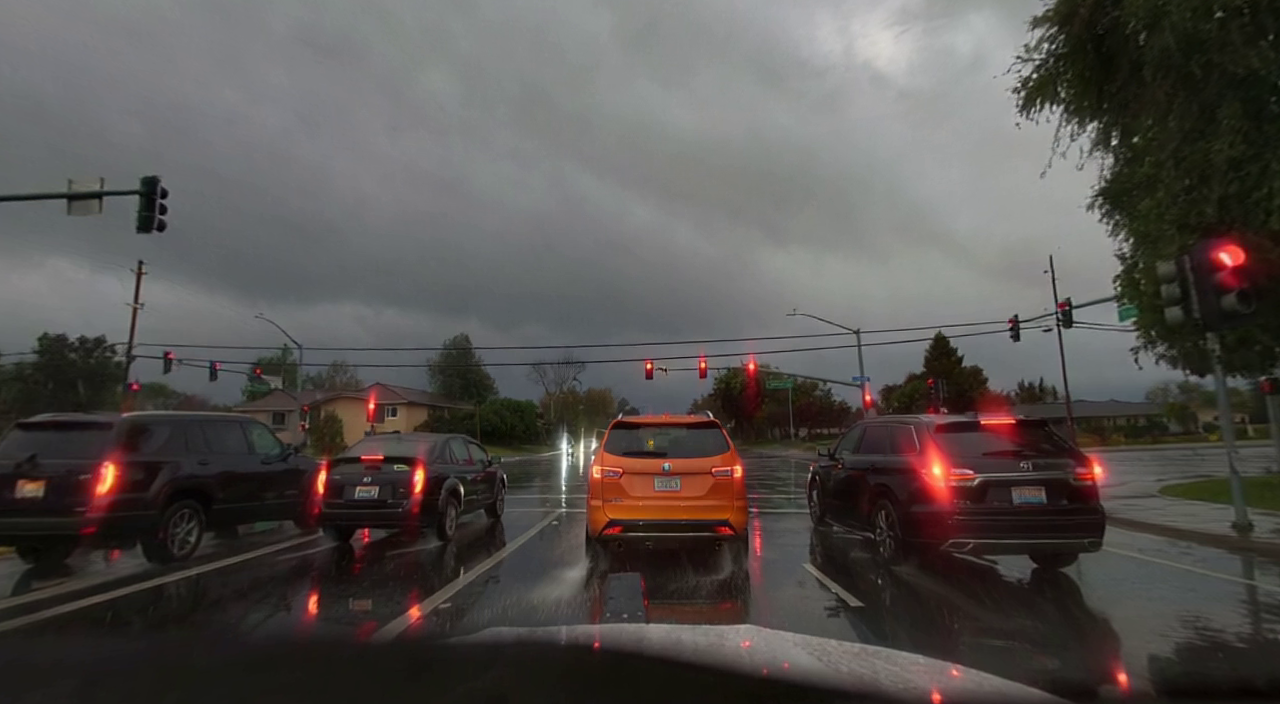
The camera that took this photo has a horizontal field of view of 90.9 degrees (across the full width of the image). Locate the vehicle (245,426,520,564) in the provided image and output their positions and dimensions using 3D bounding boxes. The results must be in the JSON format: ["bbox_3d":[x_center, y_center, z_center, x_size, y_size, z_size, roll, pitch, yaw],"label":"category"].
[{"bbox_3d":[-3.242,1.882,9.102,1.885,1.475,4.359,-1,-8,4],"label":"vehicle"}]

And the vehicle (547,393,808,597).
[{"bbox_3d":[0.391,1.517,7.493,2.198,1.708,4.170,0,-8,2],"label":"vehicle"}]

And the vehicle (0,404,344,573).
[{"bbox_3d":[-6.629,1.823,9.242,2.075,1.796,4.785,0,-8,2],"label":"vehicle"}]

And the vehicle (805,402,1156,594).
[{"bbox_3d":[3.527,1.586,7.738,2.047,1.638,4.395,-1,-8,4],"label":"vehicle"}]
